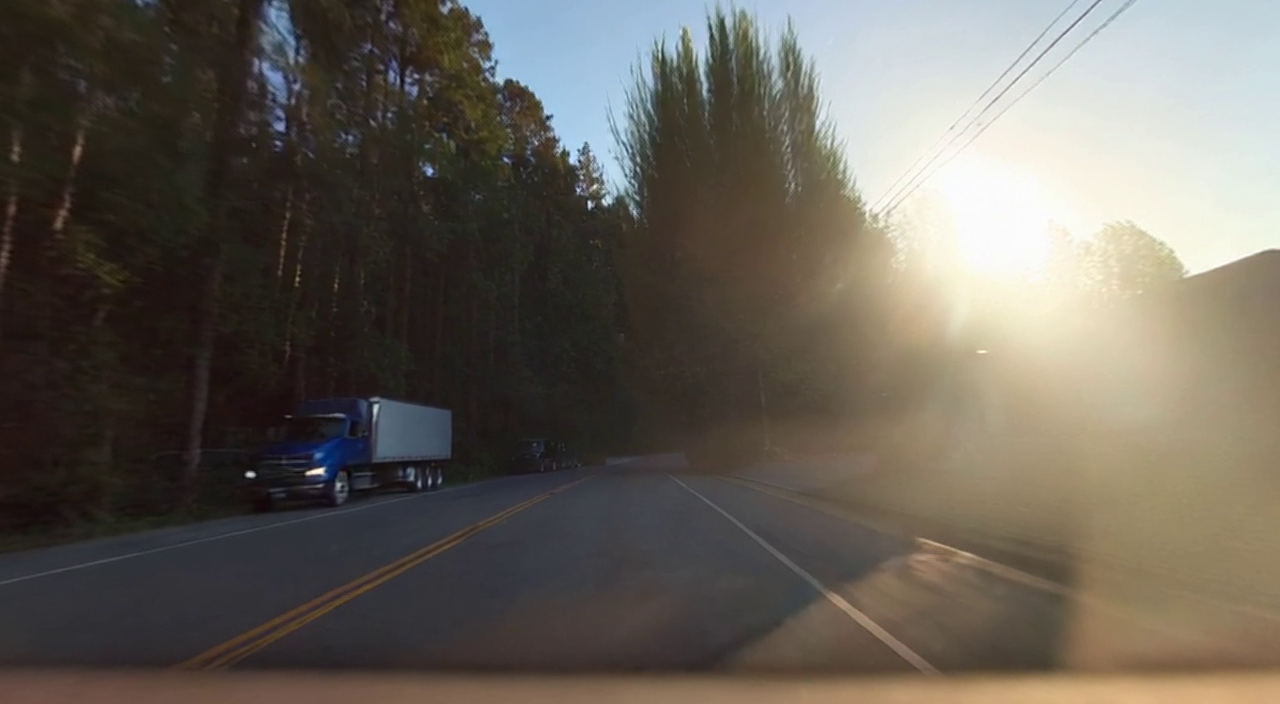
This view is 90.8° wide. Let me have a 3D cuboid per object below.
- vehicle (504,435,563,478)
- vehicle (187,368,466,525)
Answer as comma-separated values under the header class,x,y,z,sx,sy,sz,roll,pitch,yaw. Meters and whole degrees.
class,x,y,z,sx,sy,sz,roll,pitch,yaw
vehicle,-8.110,8.021,49.166,2.781,3.039,8.581,0,-8,2
vehicle,-8.160,2.645,18.755,2.905,3.359,10.168,0,-7,1
